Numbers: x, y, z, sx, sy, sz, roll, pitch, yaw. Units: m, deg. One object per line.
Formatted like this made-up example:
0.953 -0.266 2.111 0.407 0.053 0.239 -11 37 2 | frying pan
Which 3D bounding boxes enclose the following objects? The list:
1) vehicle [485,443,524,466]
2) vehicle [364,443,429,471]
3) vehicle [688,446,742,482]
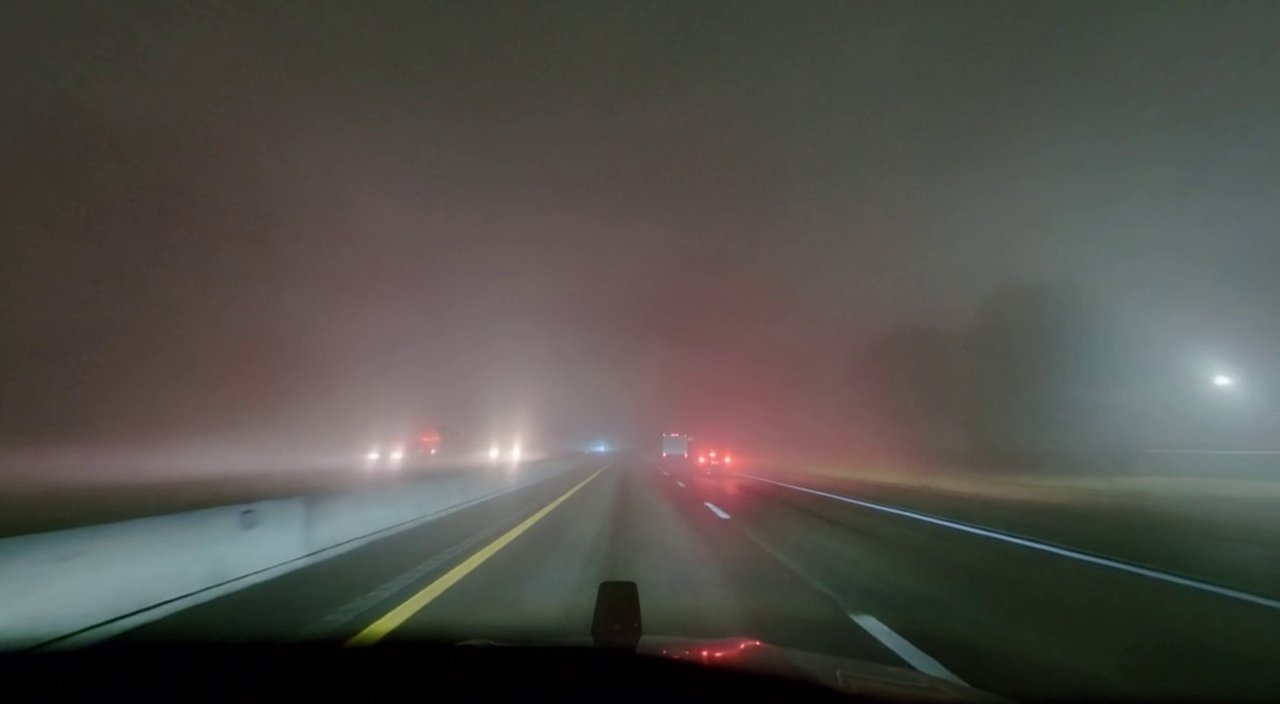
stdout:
-9.597 7.268 44.758 1.876 1.500 3.973 0 -9 0 | vehicle
-13.740 5.926 35.755 1.886 1.475 4.427 0 -9 0 | vehicle
3.318 5.013 28.356 1.836 1.459 3.766 0 -9 -2 | vehicle
